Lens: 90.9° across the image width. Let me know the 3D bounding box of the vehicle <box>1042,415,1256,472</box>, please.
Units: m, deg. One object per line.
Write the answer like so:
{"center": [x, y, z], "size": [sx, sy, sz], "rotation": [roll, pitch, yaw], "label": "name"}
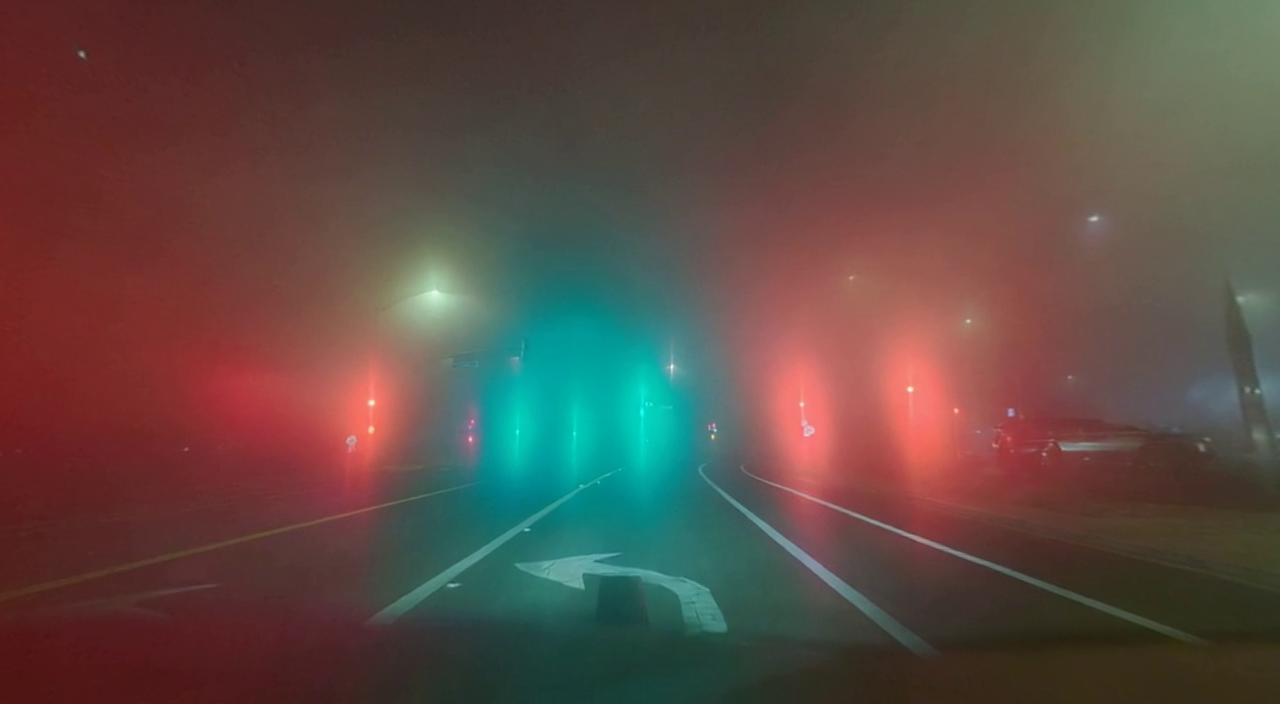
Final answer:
{"center": [13.766, 2.506, 17.249], "size": [4.167, 1.476, 1.871], "rotation": [0, -8, 0], "label": "vehicle"}
